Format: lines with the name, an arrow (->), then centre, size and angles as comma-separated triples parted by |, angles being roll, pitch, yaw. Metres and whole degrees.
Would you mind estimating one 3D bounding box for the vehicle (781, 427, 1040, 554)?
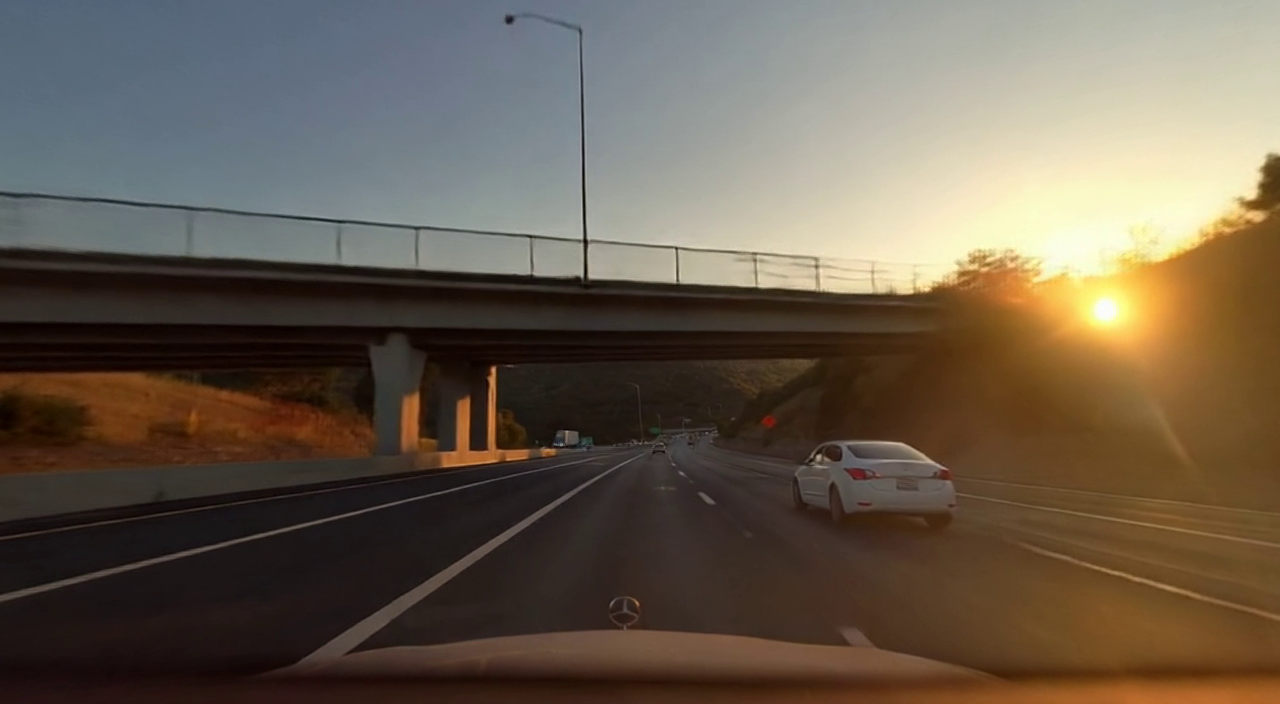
vehicle -> 3.766, 2.005, 9.929 | 1.999, 1.492, 4.673 | 0, -8, 0
